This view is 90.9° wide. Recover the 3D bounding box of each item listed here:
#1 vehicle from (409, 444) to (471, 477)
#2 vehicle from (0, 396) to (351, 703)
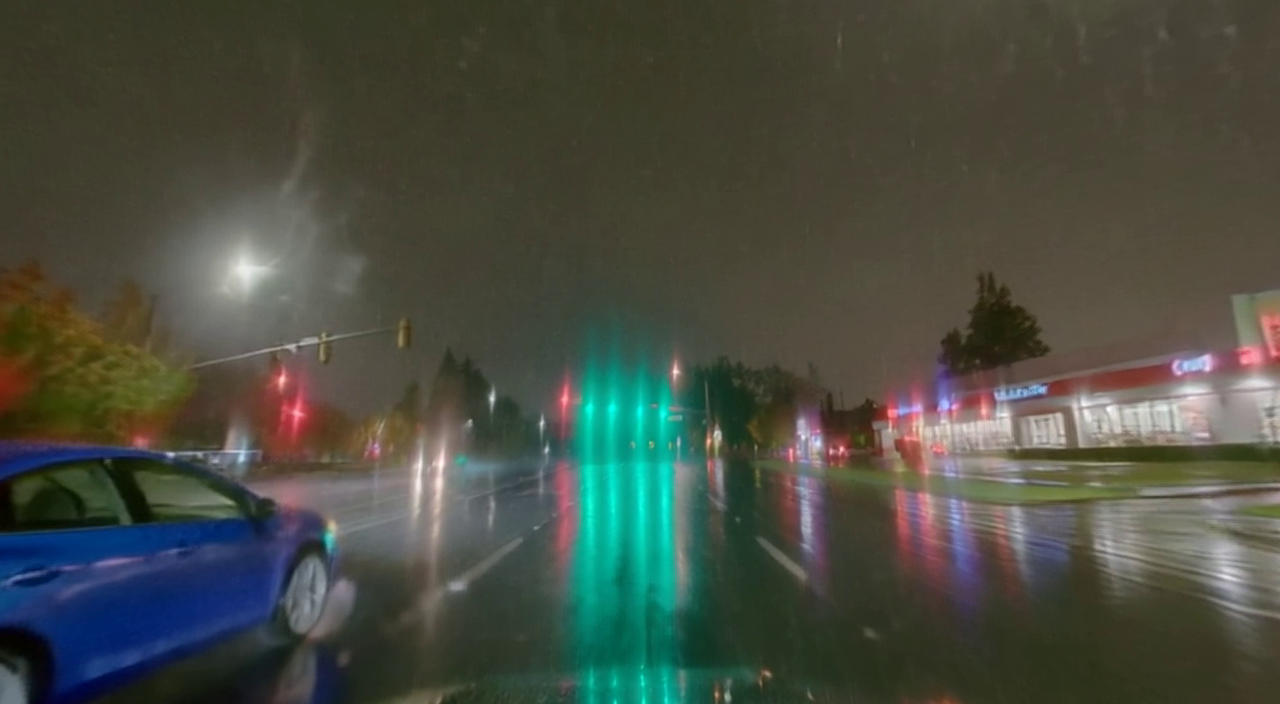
[{"bbox_3d":[-11.395,6.169,36.231,2.070,1.738,4.485,-1,-8,1],"label":"vehicle"},{"bbox_3d":[-3.036,0.874,1.929,2.082,1.460,4.636,0,-8,0],"label":"vehicle"}]
